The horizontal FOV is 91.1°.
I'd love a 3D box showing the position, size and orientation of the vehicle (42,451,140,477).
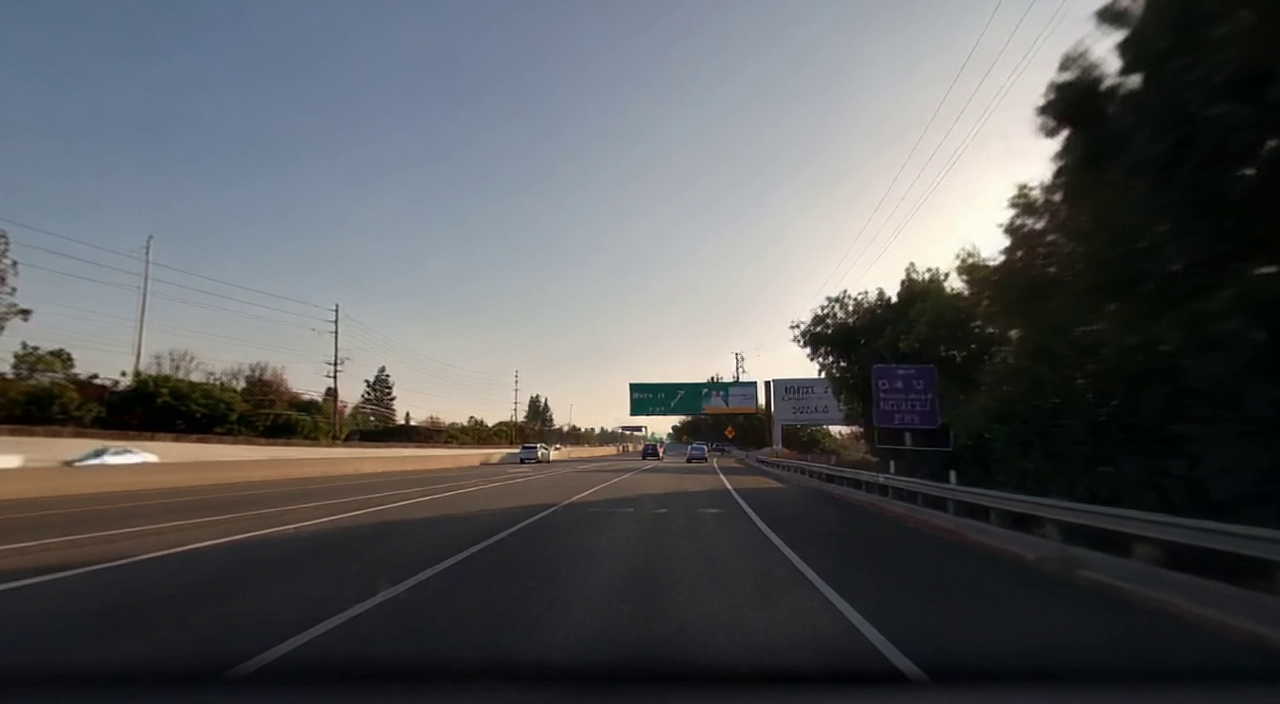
[{"bbox_3d":[-34.560,7.032,39.708,1.876,1.480,4.408,-2,-8,9],"label":"vehicle"}]
